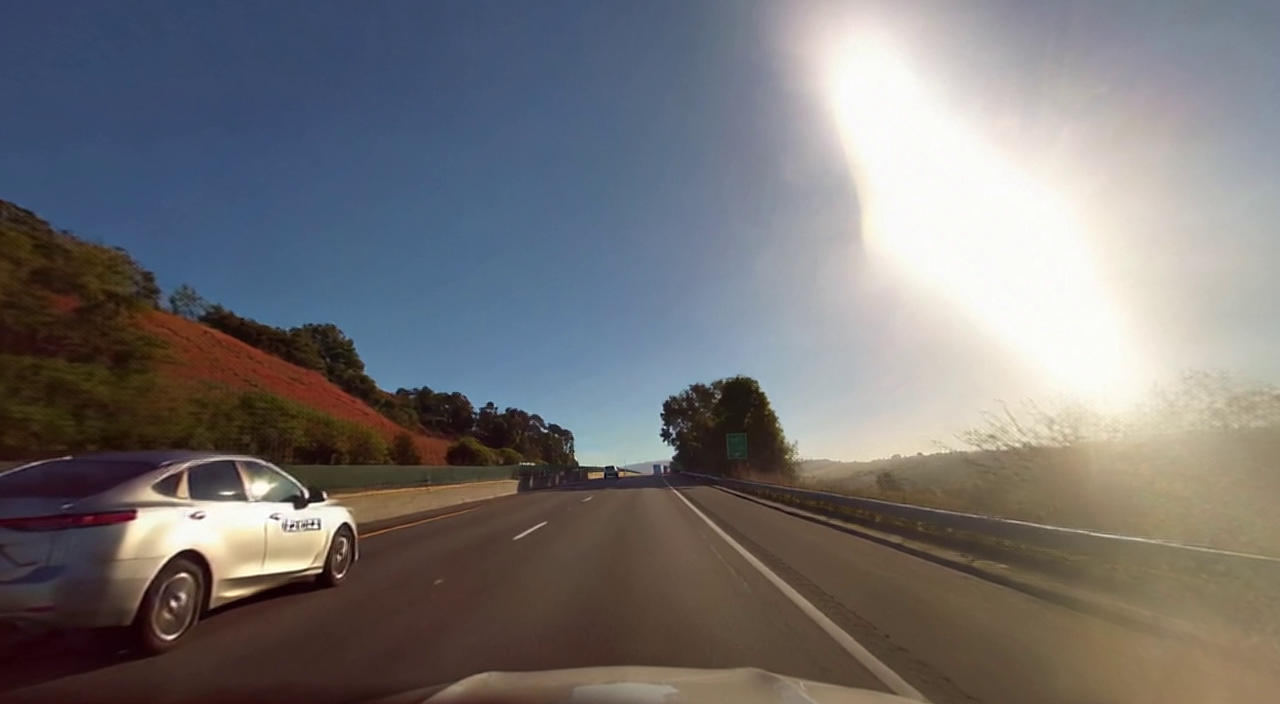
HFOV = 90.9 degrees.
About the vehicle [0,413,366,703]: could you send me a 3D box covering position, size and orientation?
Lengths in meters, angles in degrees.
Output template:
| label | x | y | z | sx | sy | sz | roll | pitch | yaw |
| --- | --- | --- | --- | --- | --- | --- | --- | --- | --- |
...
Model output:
| label | x | y | z | sx | sy | sz | roll | pitch | yaw |
| --- | --- | --- | --- | --- | --- | --- | --- | --- | --- |
| vehicle | -4.045 | 1.272 | 4.213 | 2.135 | 1.506 | 5.041 | 1 | -10 | 0 |
